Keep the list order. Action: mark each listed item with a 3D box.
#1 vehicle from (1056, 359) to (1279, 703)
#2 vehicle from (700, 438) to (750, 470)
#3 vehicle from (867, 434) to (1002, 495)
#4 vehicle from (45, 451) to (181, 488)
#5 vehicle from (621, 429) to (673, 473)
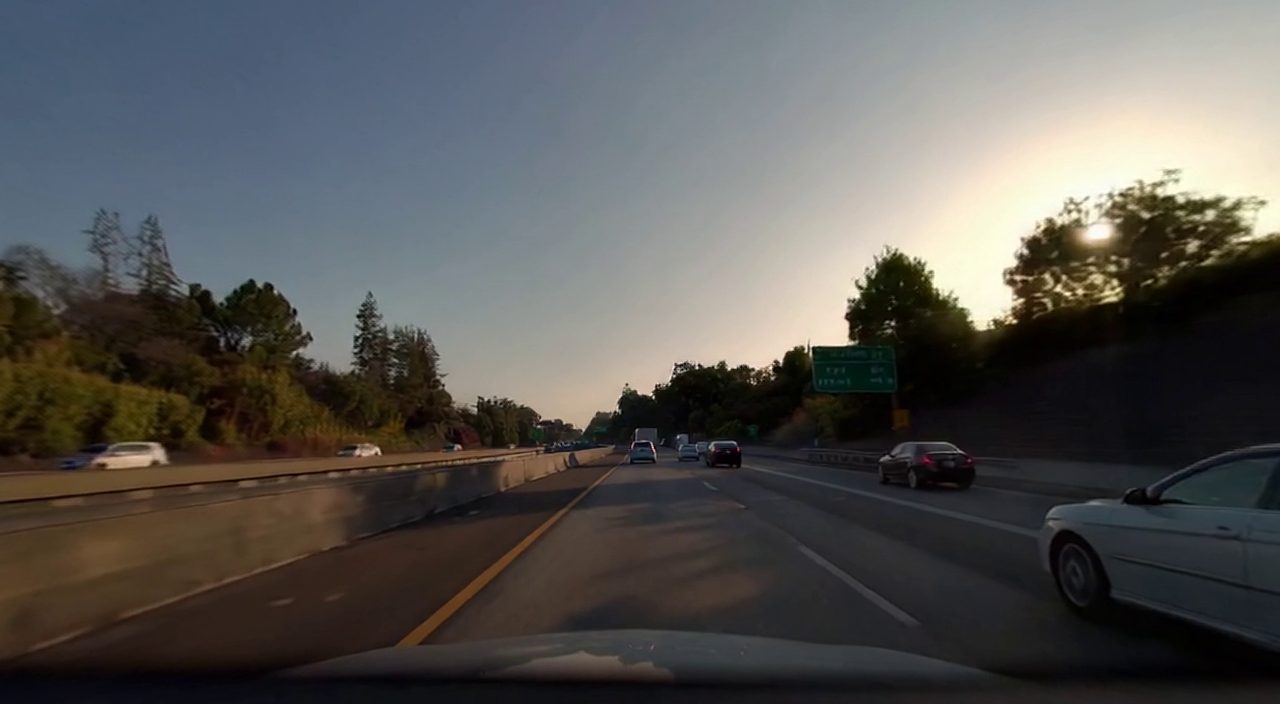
[{"bbox_3d":[3.788,0.748,1.967,2.003,1.661,4.418,-1,-8,1],"label":"vehicle"},{"bbox_3d":[4.172,5.080,31.562,1.825,1.487,4.034,0,-8,-1],"label":"vehicle"},{"bbox_3d":[8.158,3.123,17.941,1.810,1.516,4.183,0,-8,0],"label":"vehicle"},{"bbox_3d":[-24.102,5.364,29.129,2.150,1.473,4.817,0,-8,0],"label":"vehicle"},{"bbox_3d":[0.280,4.484,28.769,2.189,1.852,4.038,0,-8,0],"label":"vehicle"}]
